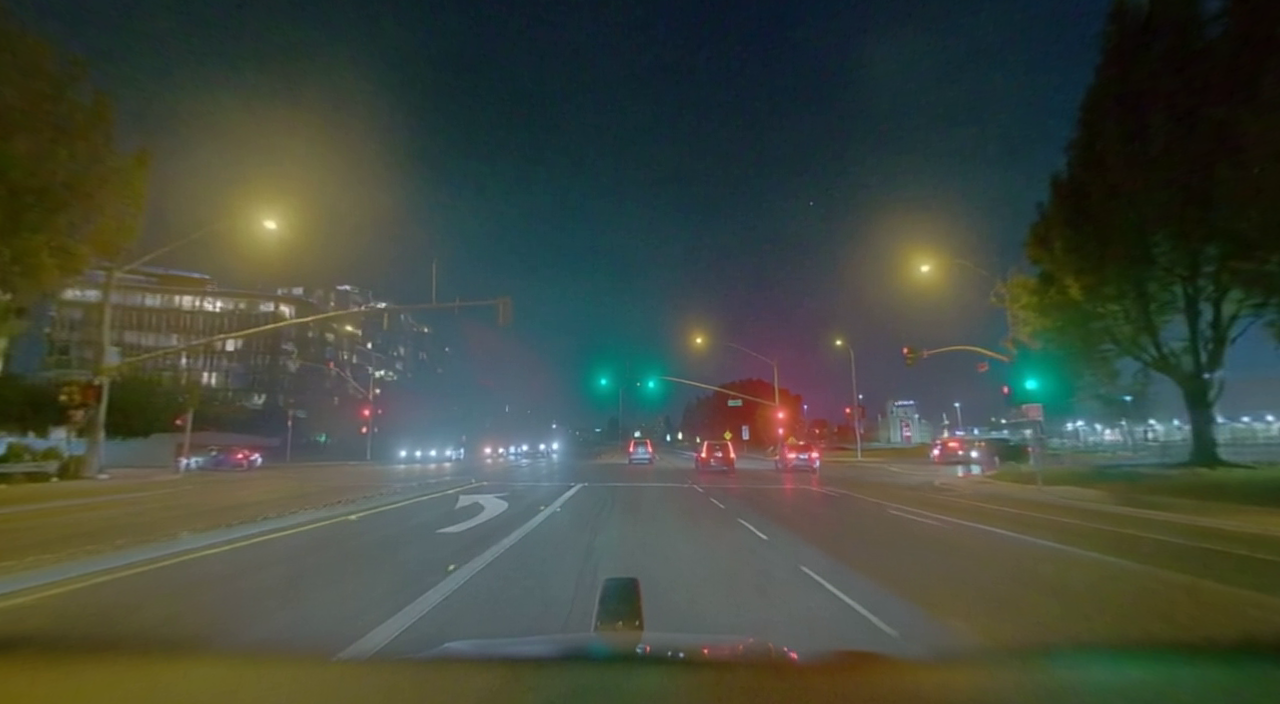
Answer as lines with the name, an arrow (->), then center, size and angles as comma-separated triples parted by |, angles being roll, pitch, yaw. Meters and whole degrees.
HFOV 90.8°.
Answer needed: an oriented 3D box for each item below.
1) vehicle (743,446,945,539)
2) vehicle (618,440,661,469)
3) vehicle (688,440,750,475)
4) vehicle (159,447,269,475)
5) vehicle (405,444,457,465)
vehicle -> 3.306, 2.351, 11.340 | 2.080, 1.321, 4.382 | 0, -8, -1
vehicle -> -0.036, 5.487, 34.046 | 2.143, 1.480, 4.006 | 0, -8, 0
vehicle -> 3.636, 4.926, 29.849 | 2.226, 1.490, 4.593 | 0, -8, -1
vehicle -> -23.911, 6.111, 35.592 | 4.751, 1.501, 2.147 | -1, -8, 5
vehicle -> -15.271, 7.477, 46.363 | 2.144, 1.463, 4.701 | 0, -8, 1
